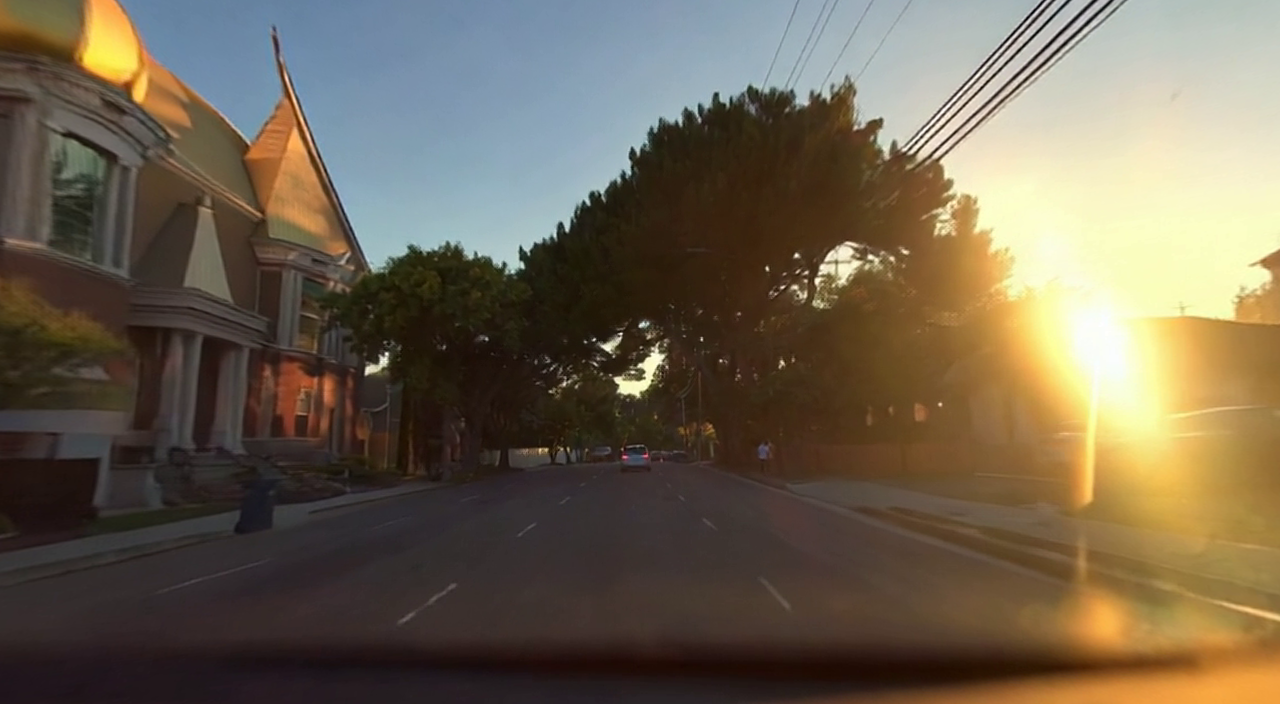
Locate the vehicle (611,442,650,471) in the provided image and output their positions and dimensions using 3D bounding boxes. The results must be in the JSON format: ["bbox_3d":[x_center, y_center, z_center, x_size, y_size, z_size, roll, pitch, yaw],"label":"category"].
[{"bbox_3d":[-0.554,5.937,36.100,2.093,1.497,4.010,-1,-8,-1],"label":"vehicle"}]
